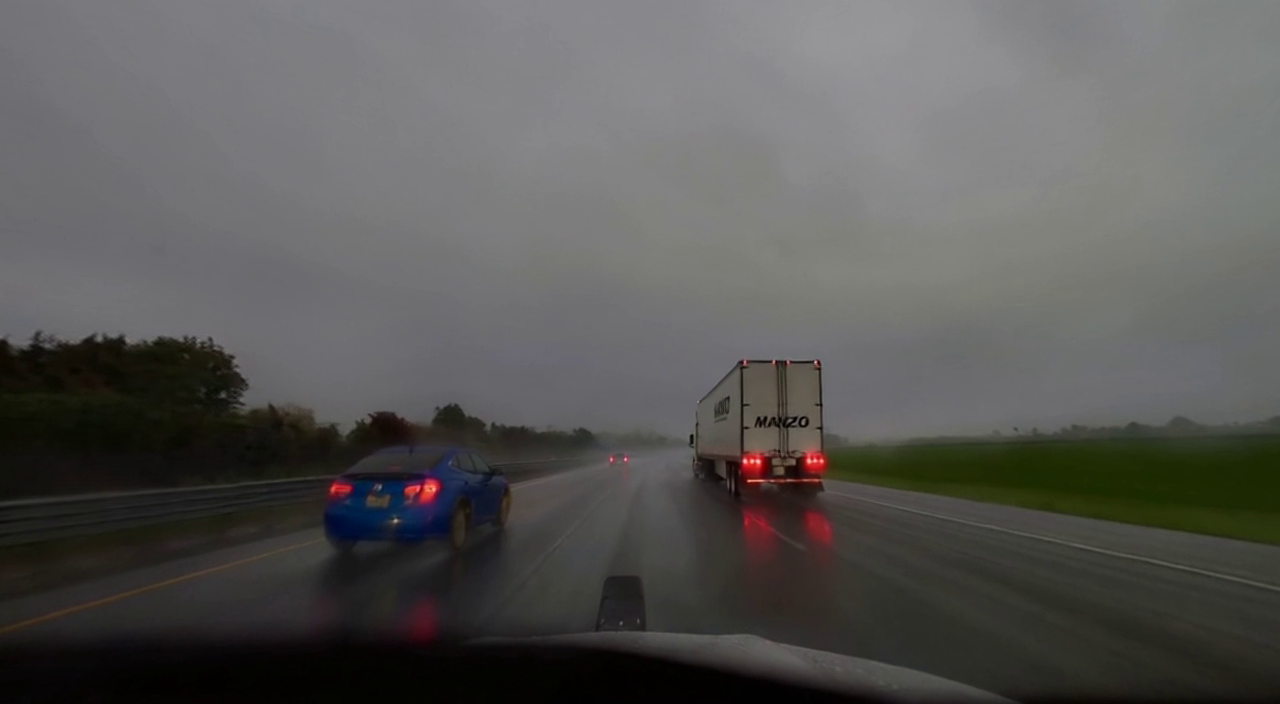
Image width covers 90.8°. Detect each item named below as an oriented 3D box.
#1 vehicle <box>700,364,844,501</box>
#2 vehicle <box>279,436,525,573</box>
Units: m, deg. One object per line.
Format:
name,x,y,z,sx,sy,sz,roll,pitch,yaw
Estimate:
vehicle,4.555,3.411,25.649,2.832,4.034,13.924,0,-9,0
vehicle,-3.112,2.064,9.399,1.945,1.537,4.294,0,-9,1
